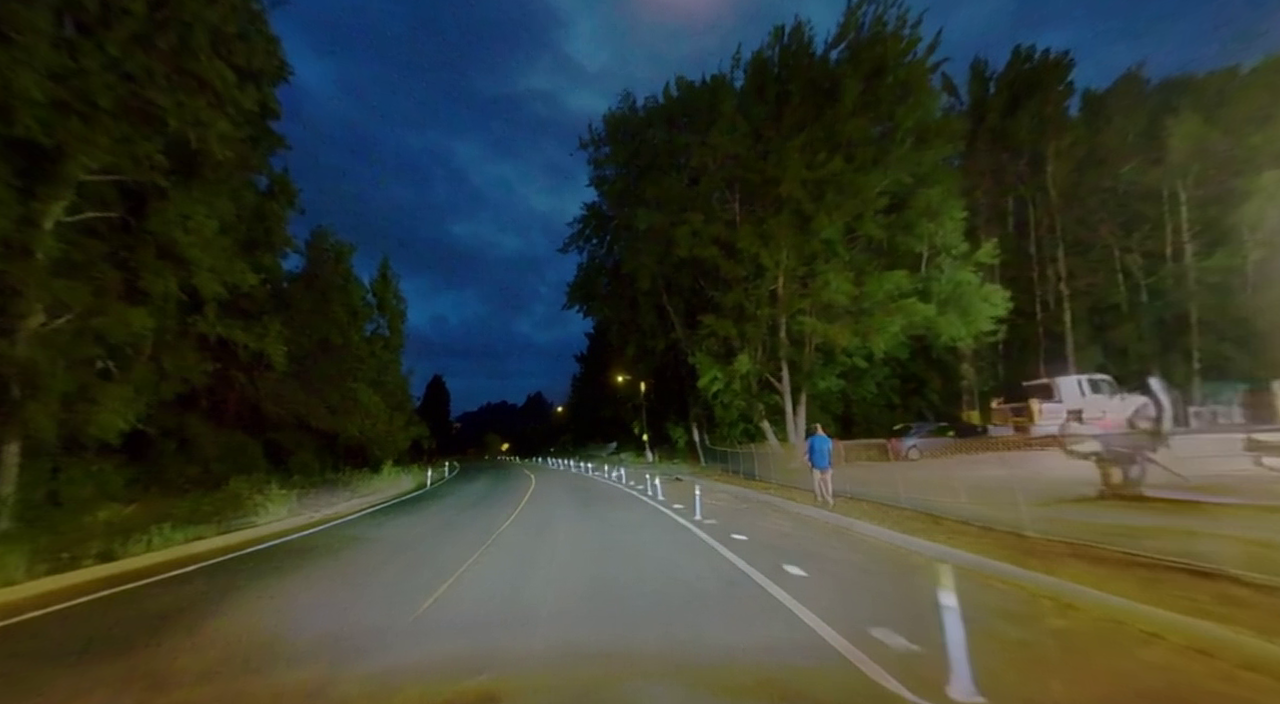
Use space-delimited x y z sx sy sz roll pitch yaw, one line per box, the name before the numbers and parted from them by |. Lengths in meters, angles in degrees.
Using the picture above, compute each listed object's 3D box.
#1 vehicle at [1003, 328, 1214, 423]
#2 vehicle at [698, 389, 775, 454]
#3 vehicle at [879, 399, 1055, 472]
vehicle | 11.657 0.686 15.830 4.180 1.880 2.028 6 -7 -14
vehicle | 5.958 4.687 41.196 2.984 3.691 10.409 0 -8 -2
vehicle | 10.890 2.780 21.095 5.021 1.930 2.119 -2 -9 -20
